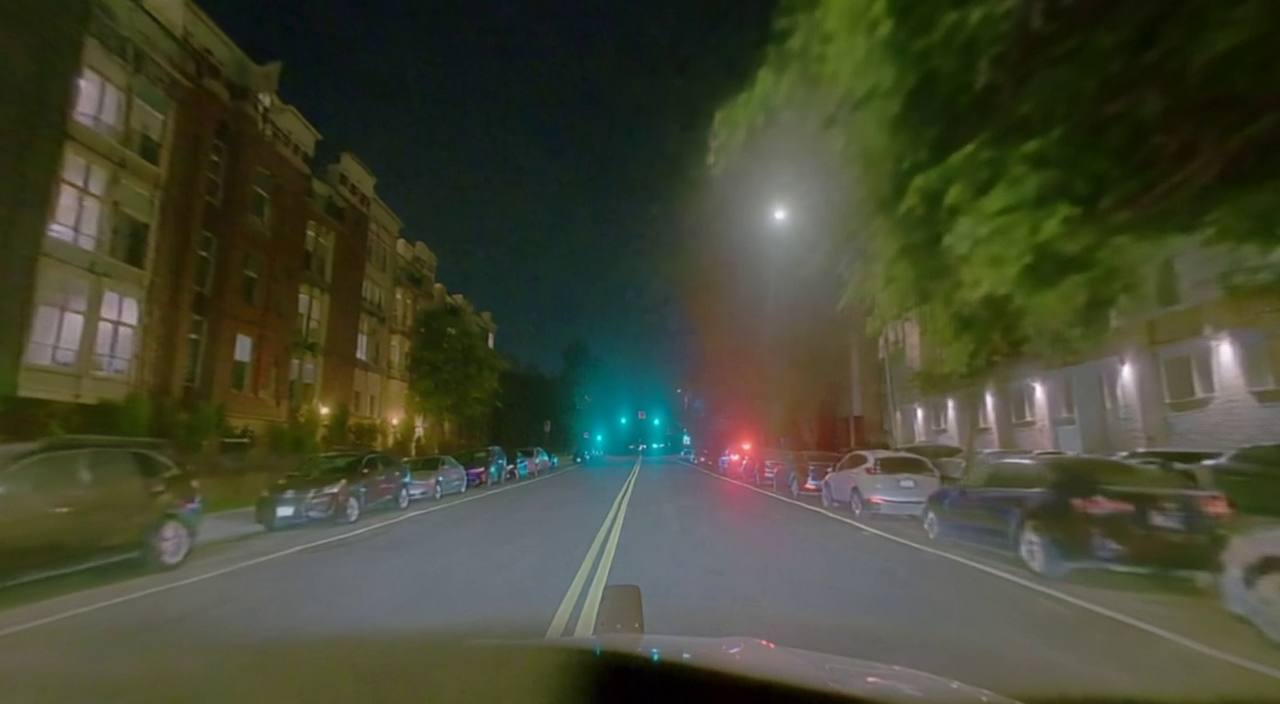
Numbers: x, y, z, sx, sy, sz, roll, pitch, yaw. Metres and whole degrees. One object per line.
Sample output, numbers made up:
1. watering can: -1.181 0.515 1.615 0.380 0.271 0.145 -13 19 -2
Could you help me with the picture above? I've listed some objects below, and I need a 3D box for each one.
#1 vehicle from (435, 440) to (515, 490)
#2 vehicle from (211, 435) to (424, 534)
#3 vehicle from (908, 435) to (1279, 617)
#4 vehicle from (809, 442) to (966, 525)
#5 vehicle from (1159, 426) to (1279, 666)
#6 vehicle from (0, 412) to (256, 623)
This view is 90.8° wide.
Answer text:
1. vehicle: -6.262 4.336 24.536 1.904 1.727 4.530 0 -9 -1
2. vehicle: -6.331 2.628 13.205 1.947 1.665 4.716 0 -9 0
3. vehicle: 5.143 1.813 7.646 1.747 1.486 4.672 0 -9 0
4. vehicle: 5.059 2.714 13.577 1.729 1.479 4.101 0 -9 0
5. vehicle: 4.950 1.000 2.508 1.861 1.490 4.619 0 -9 0
6. vehicle: -6.434 1.547 6.116 2.033 1.759 5.372 -1 -9 0
